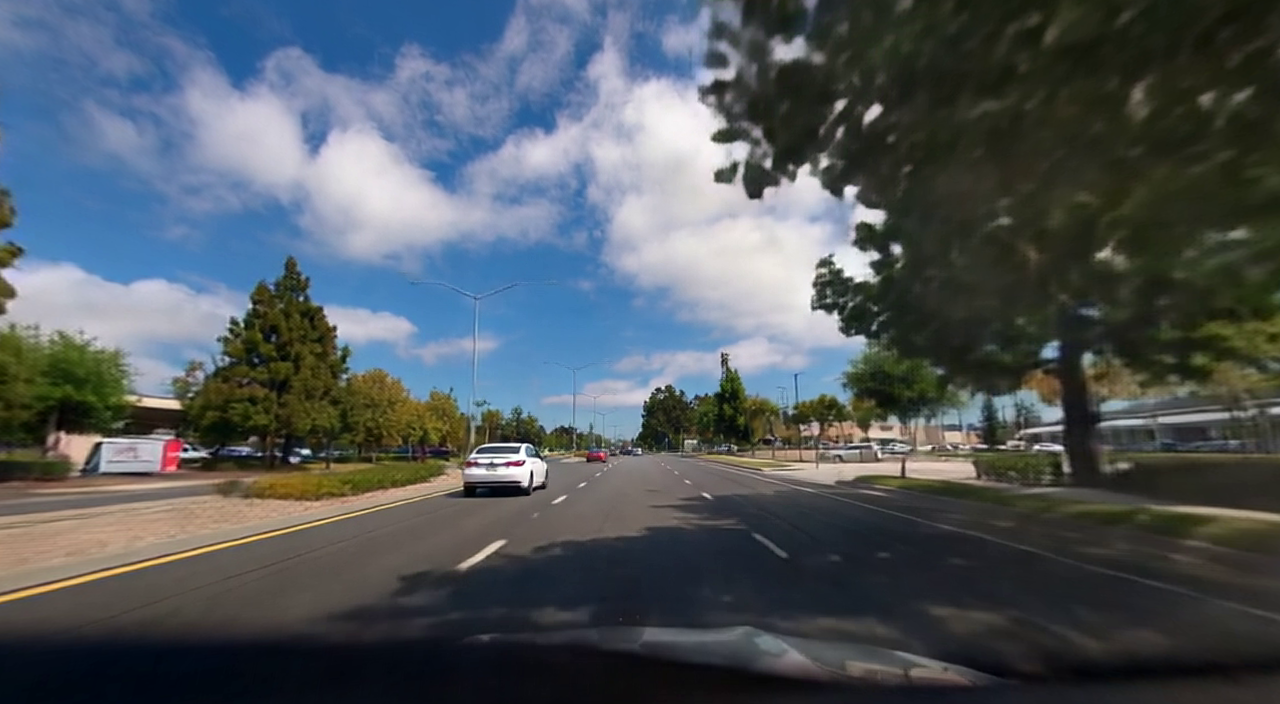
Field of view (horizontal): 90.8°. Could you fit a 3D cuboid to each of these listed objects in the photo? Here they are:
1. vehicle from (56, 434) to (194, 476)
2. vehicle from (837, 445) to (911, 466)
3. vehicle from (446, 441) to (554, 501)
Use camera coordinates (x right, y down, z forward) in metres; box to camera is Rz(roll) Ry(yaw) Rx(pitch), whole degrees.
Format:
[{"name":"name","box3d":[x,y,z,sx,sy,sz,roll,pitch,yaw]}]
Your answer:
[{"name":"vehicle","box3d":[-34.205,6.870,42.125,6.915,2.687,2.367,0,-9,-1]},{"name":"vehicle","box3d":[16.163,7.181,43.795,4.341,1.412,2.035,0,-9,-2]},{"name":"vehicle","box3d":[-3.739,3.258,17.762,2.003,1.454,4.484,0,-9,0]}]
